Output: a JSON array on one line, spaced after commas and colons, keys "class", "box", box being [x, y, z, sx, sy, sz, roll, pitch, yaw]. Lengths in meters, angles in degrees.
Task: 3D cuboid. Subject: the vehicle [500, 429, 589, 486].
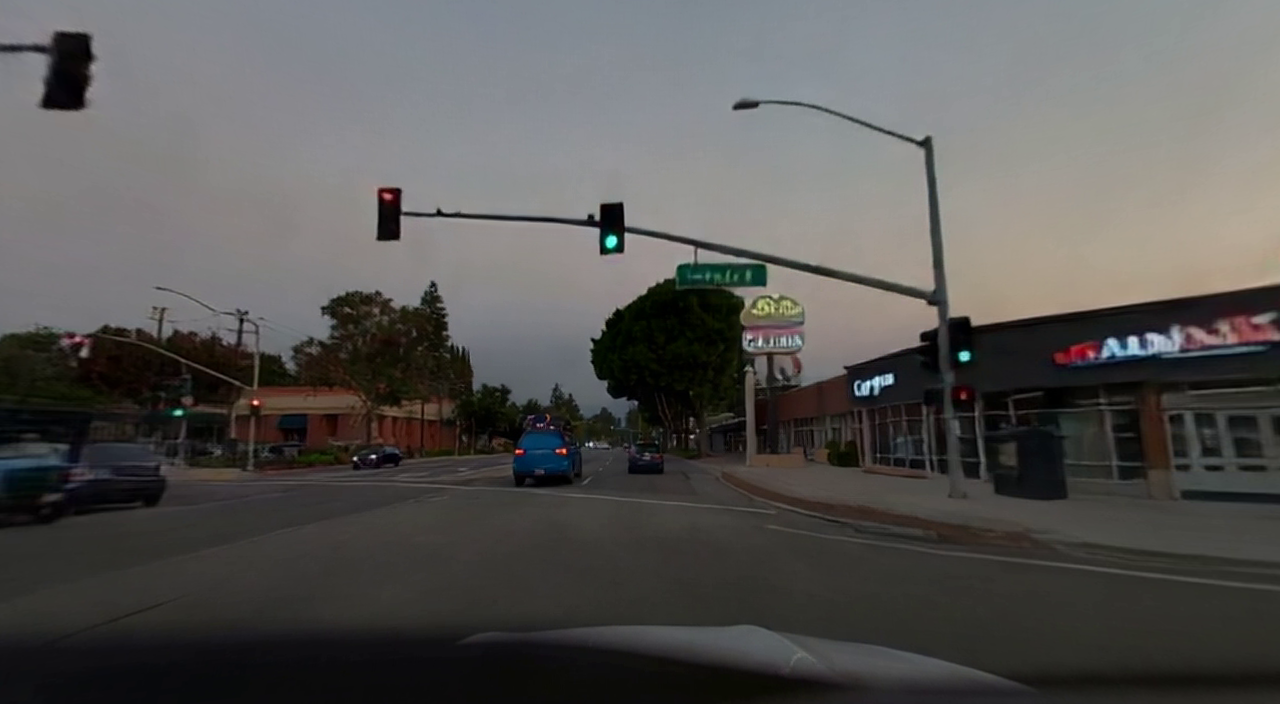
[{"class": "vehicle", "box": [-3.251, 3.723, 22.661, 2.464, 1.777, 5.128, 0, -8, -1]}]

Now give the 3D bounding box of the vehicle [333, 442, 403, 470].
[{"class": "vehicle", "box": [-15.961, 6.116, 37.413, 1.912, 1.432, 5.070, -3, -8, 0]}]

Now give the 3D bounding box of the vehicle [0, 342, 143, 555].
[{"class": "vehicle", "box": [-9.997, 1.450, 9.667, 2.507, 2.667, 4.567, 4, -9, -24]}]

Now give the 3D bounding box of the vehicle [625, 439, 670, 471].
[{"class": "vehicle", "box": [0.336, 5.169, 31.863, 2.103, 1.487, 4.101, 0, -8, 0]}]
